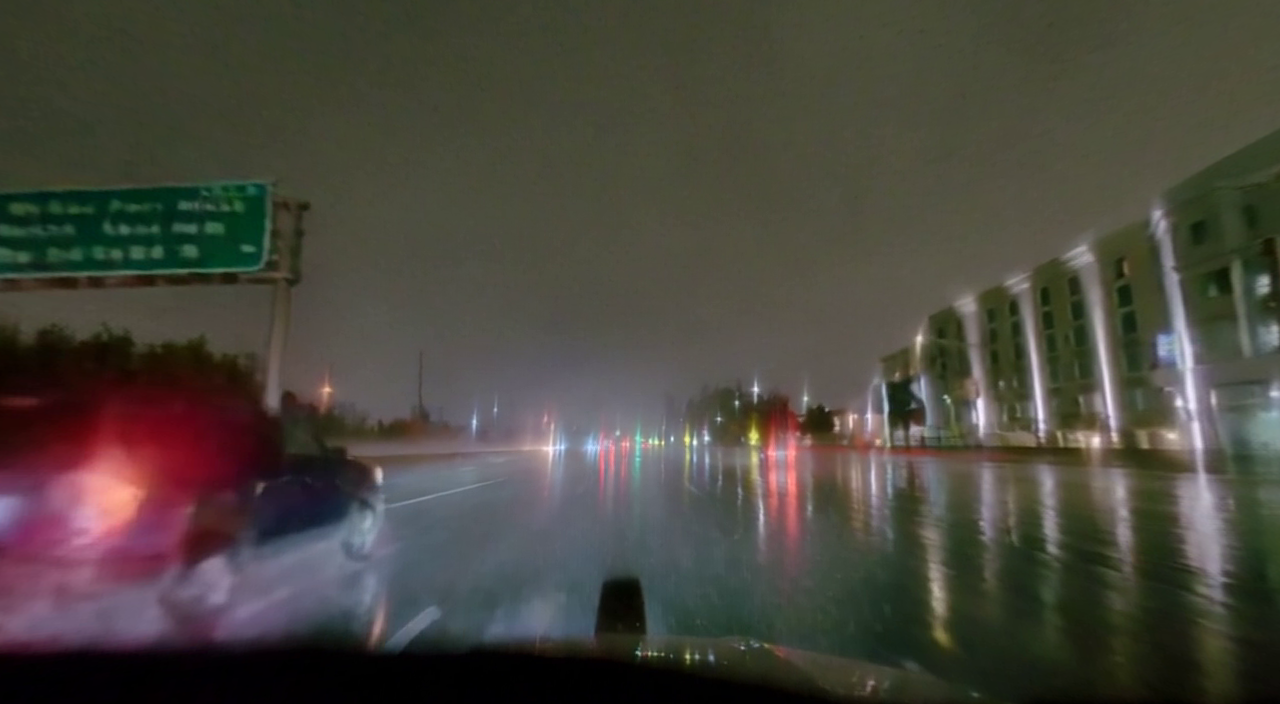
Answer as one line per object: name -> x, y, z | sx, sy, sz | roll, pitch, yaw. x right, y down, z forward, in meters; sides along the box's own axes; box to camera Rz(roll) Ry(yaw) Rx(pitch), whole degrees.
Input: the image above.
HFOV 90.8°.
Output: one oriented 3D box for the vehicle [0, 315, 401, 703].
vehicle -> -3.650, 1.020, 4.216 | 2.145, 1.828, 4.867 | 0, -8, 1
